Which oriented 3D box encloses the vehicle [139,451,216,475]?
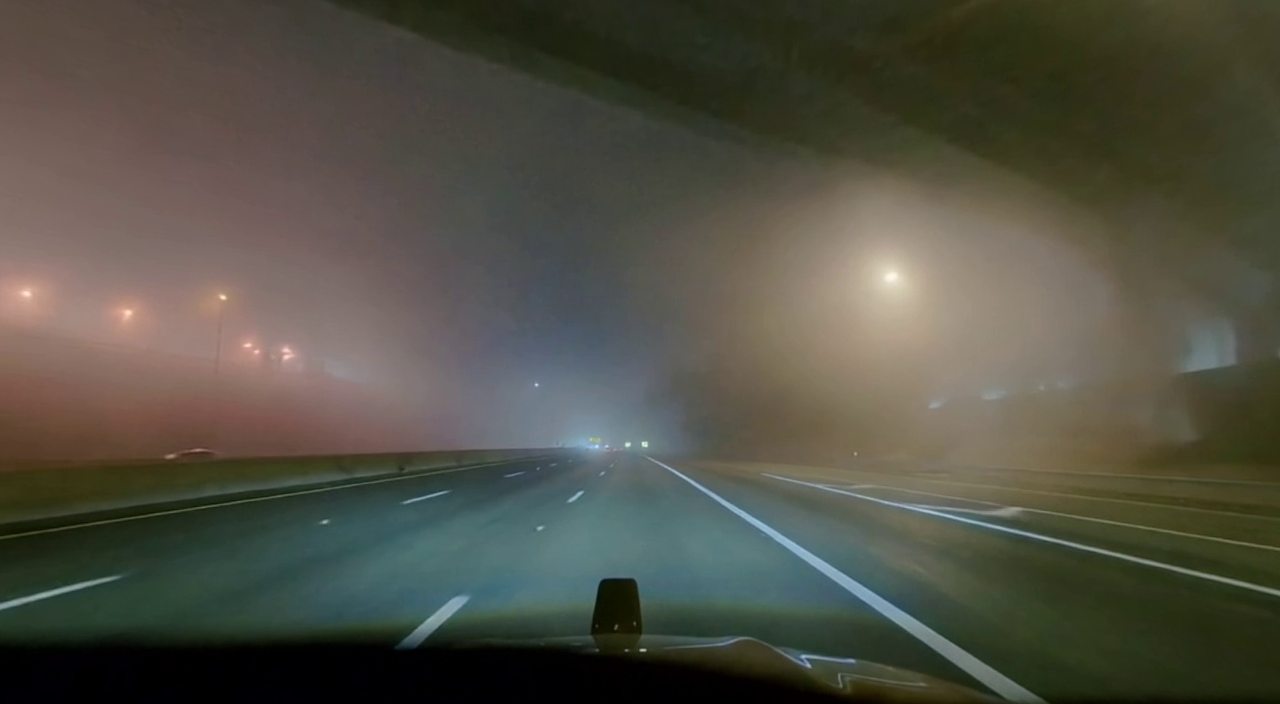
[{"bbox_3d":[-31.932,7.637,43.841,1.831,1.519,4.814,0,-9,-2],"label":"vehicle"}]
